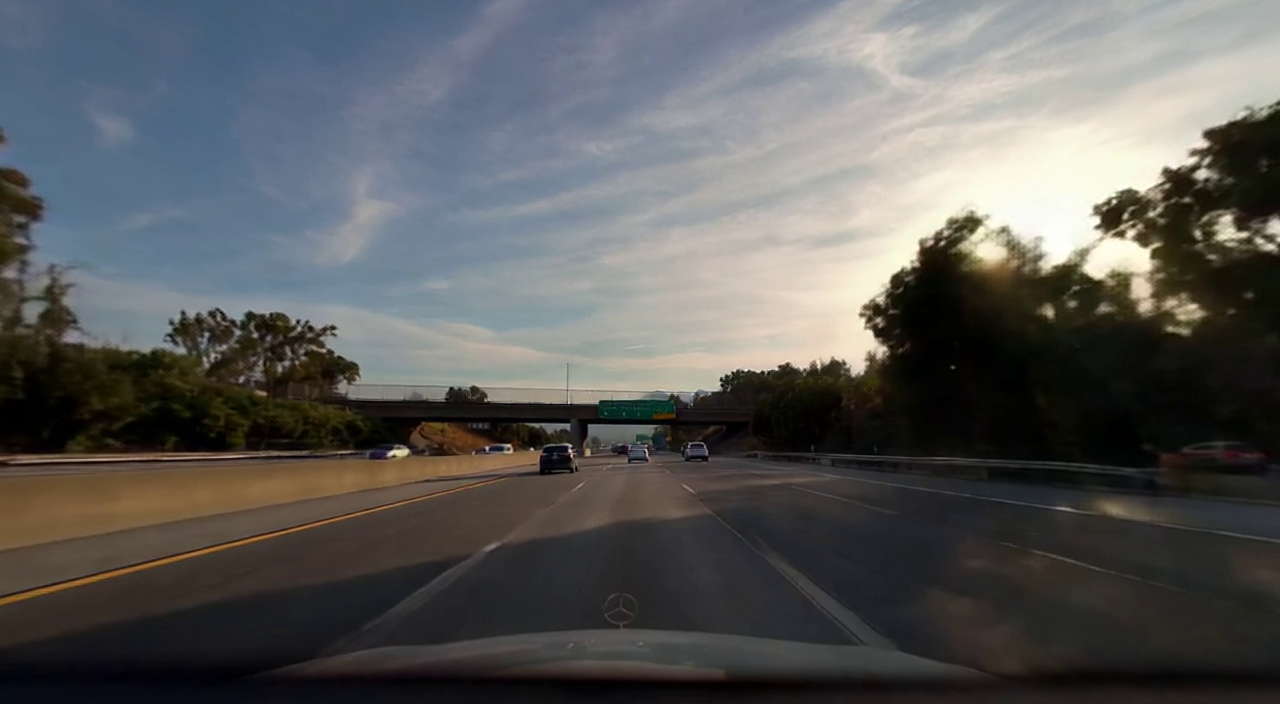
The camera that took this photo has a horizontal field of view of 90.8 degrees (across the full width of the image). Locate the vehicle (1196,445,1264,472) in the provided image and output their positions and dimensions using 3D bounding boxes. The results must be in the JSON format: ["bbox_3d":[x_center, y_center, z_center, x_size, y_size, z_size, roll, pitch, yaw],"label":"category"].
[{"bbox_3d":[37.011,6.664,39.745,1.980,1.532,4.660,-5,-10,29],"label":"vehicle"}]

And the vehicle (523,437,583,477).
[{"bbox_3d":[-4.066,5.010,30.365,2.113,1.756,4.471,0,-9,2],"label":"vehicle"}]

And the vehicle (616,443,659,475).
[{"bbox_3d":[-0.119,5.375,32.049,2.075,1.486,4.007,0,-9,0],"label":"vehicle"}]

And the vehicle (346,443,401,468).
[{"bbox_3d":[-20.484,7.960,48.813,2.049,1.761,4.778,-1,-9,2],"label":"vehicle"}]

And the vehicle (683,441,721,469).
[{"bbox_3d":[3.778,6.334,38.933,1.936,1.625,3.991,0,-9,0],"label":"vehicle"}]
